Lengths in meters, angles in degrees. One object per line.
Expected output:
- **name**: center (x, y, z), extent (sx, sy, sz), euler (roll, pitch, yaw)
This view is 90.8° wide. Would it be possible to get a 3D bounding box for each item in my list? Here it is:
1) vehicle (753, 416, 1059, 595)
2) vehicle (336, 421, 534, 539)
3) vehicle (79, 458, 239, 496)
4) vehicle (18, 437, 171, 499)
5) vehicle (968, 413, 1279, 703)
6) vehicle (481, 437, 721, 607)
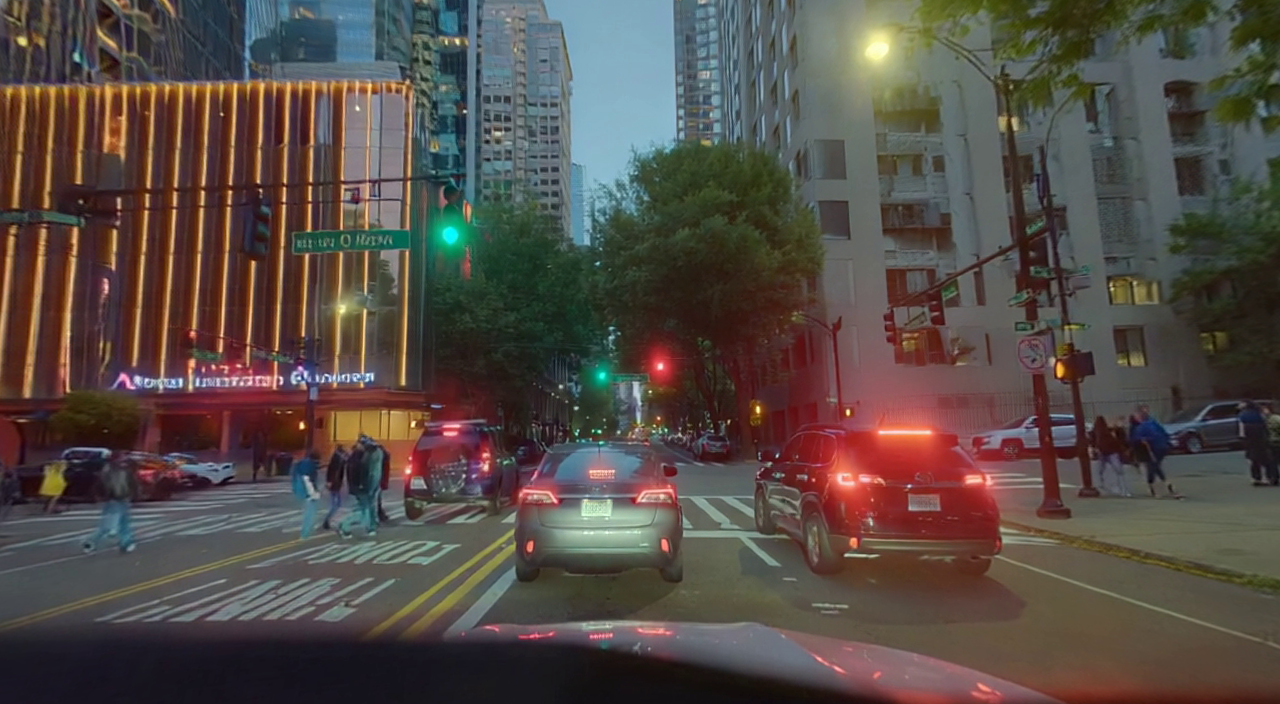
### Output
- **vehicle**: center (3.036, 1.853, 8.622), extent (2.072, 1.735, 4.759), euler (0, -8, 0)
- **vehicle**: center (-3.690, 2.416, 12.699), extent (2.190, 1.840, 5.272), euler (0, -8, 0)
- **vehicle**: center (-20.200, 5.255, 26.713), extent (5.153, 1.449, 1.966), euler (0, -8, 0)
- **vehicle**: center (-30.871, 6.529, 35.940), extent (5.896, 3.276, 2.809), euler (1, -8, 1)
- **vehicle**: center (2.743, 0.809, 1.114), extent (1.902, 1.454, 4.540), euler (0, -8, 0)
- **vehicle**: center (-0.363, 1.791, 7.641), extent (2.092, 1.454, 4.132), euler (0, -8, -1)
